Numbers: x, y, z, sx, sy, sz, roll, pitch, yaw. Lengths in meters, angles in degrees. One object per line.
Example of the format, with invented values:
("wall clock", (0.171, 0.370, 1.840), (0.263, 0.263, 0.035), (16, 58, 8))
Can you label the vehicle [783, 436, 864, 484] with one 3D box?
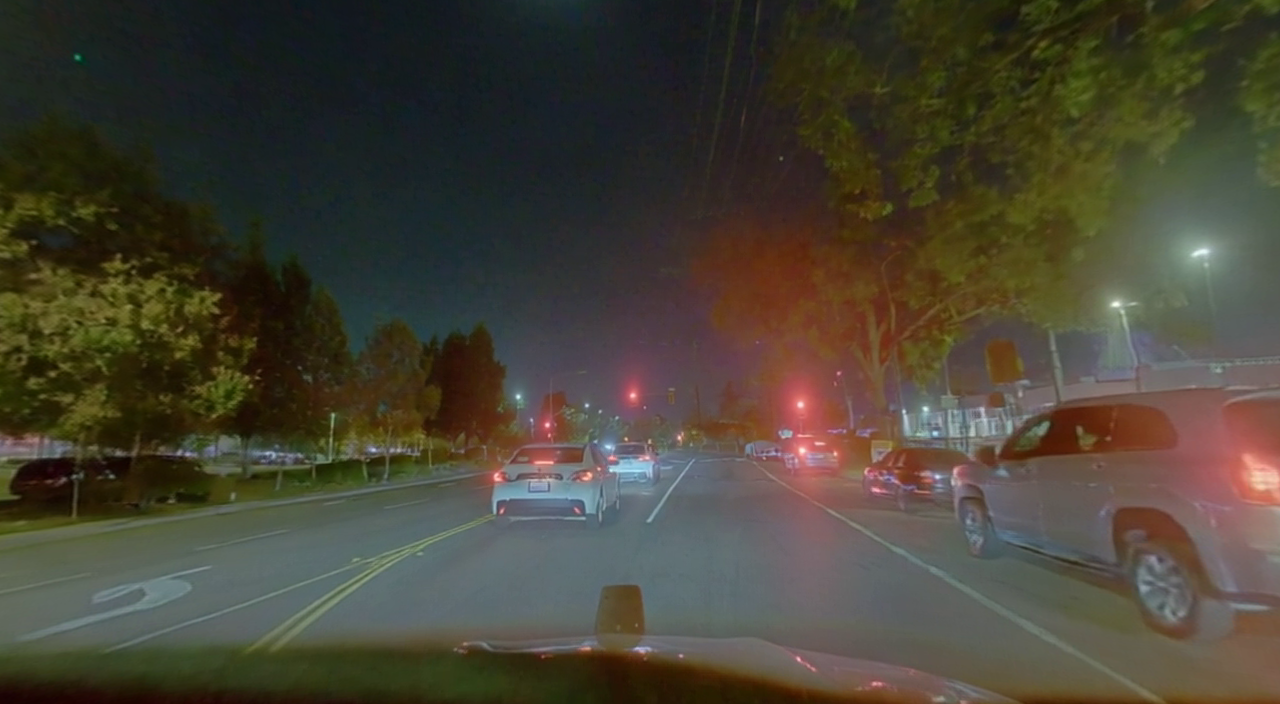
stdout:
("vehicle", (6.327, 3.748, 22.336), (1.910, 1.493, 4.490), (-1, -8, 5))

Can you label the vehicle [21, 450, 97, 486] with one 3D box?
("vehicle", (-27.406, 5.416, 29.757), (3.865, 1.499, 1.804), (-6, -10, 37))

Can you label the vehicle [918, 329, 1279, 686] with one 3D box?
("vehicle", (4.850, 1.215, 5.933), (2.324, 1.907, 5.634), (-1, -8, 5))

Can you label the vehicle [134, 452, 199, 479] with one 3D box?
("vehicle", (-26.345, 6.267, 35.152), (3.527, 1.390, 1.681), (-5, -10, 33))

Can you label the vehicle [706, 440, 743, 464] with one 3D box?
("vehicle", (5.338, 6.370, 40.396), (2.095, 1.473, 4.301), (-1, -8, 5))

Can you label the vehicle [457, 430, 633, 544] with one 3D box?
("vehicle", (-1.303, 2.117, 10.634), (1.968, 1.497, 4.286), (-1, -8, 5))

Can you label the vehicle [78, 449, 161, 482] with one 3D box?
("vehicle", (-26.916, 5.801, 32.617), (4.127, 1.583, 1.978), (-5, -10, 32))
